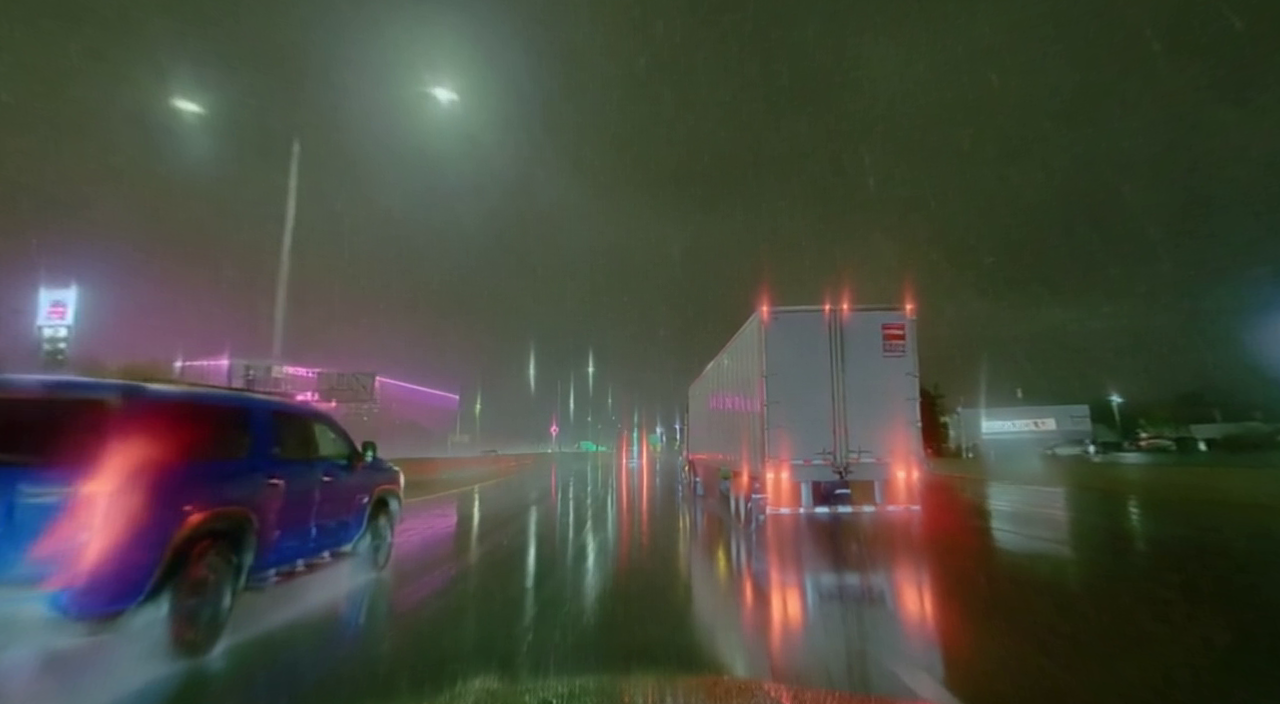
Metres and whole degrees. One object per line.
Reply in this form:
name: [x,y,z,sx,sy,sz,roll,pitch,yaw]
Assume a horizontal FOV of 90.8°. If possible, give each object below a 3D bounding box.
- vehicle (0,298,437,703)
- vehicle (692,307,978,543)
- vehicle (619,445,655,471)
vehicle: [-3.357,1.045,4.529,2.229,1.806,4.698,0,-9,0]
vehicle: [3.173,1.804,14.434,2.934,3.325,10.986,0,-9,0]
vehicle: [-0.172,5.987,35.914,1.929,1.395,3.999,0,-9,0]
